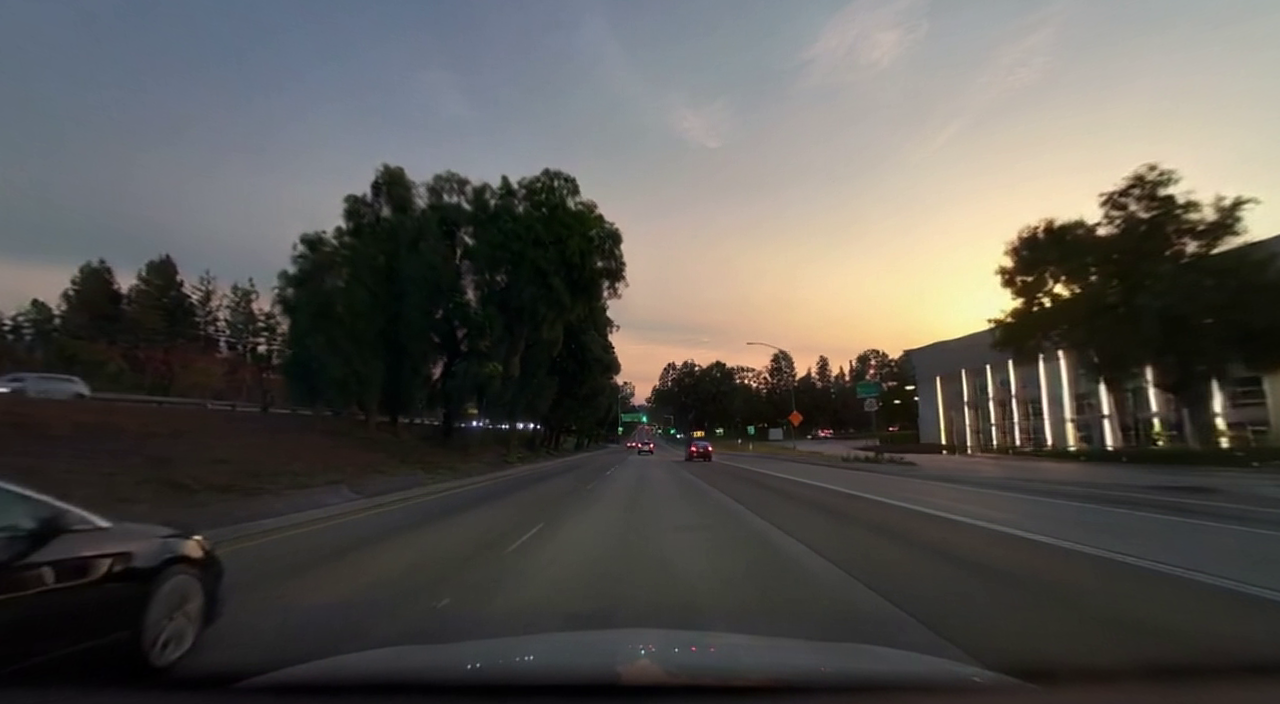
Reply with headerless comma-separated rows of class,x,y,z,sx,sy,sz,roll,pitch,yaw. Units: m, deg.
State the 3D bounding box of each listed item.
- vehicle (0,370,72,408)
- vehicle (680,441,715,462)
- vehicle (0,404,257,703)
vehicle,-29.136,1.794,29.730,1.590,1.425,3.565,0,-9,-5
vehicle,4.113,7.228,45.762,2.069,1.431,4.313,0,-8,-1
vehicle,-3.693,0.888,1.895,2.066,1.531,4.738,0,-8,1
